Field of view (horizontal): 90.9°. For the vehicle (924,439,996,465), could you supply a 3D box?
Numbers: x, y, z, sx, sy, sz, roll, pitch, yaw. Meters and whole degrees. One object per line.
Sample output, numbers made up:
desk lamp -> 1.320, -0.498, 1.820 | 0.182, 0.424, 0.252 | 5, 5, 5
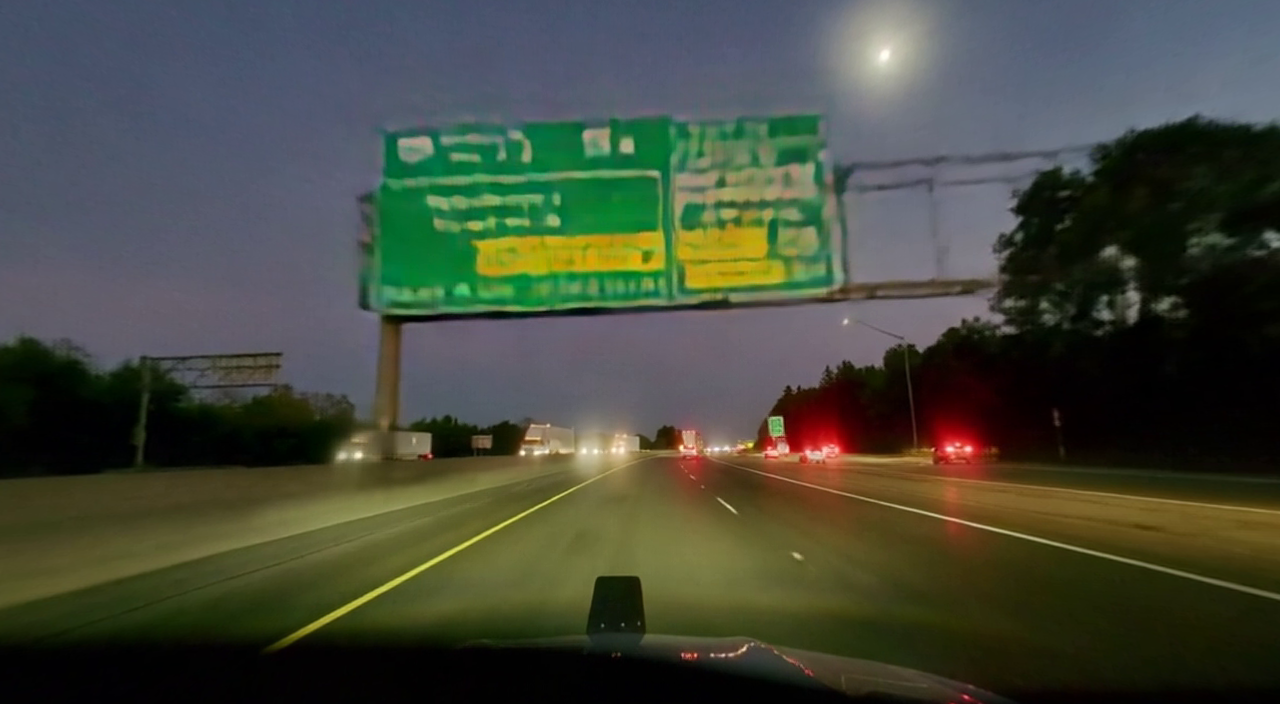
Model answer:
vehicle -> 23.426, 7.339, 46.313 | 2.061, 1.776, 4.476 | 3, -9, -19
